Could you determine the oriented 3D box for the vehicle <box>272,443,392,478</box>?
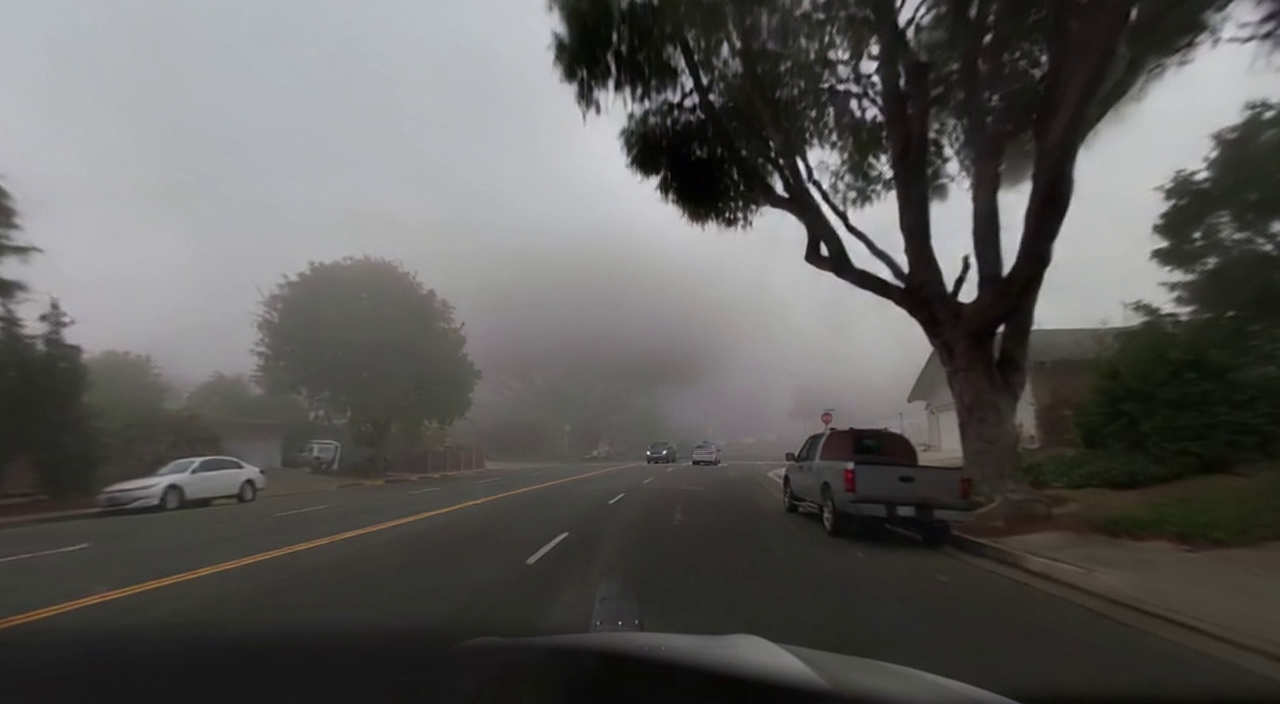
[{"bbox_3d":[-16.218,5.722,33.354,5.177,1.779,2.199,0,-8,3],"label":"vehicle"}]

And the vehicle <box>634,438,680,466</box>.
[{"bbox_3d":[1.188,6.397,40.555,2.178,1.695,4.339,-2,-9,12],"label":"vehicle"}]

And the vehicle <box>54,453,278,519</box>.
[{"bbox_3d":[-12.842,3.643,17.633,2.118,1.496,5.030,-3,-10,5],"label":"vehicle"}]

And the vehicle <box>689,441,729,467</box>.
[{"bbox_3d":[4.287,6.201,38.466,1.955,1.459,4.383,-2,-9,12],"label":"vehicle"}]

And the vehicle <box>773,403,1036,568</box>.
[{"bbox_3d":[3.914,2.092,10.844,2.516,2.019,5.790,-1,-8,6],"label":"vehicle"}]
